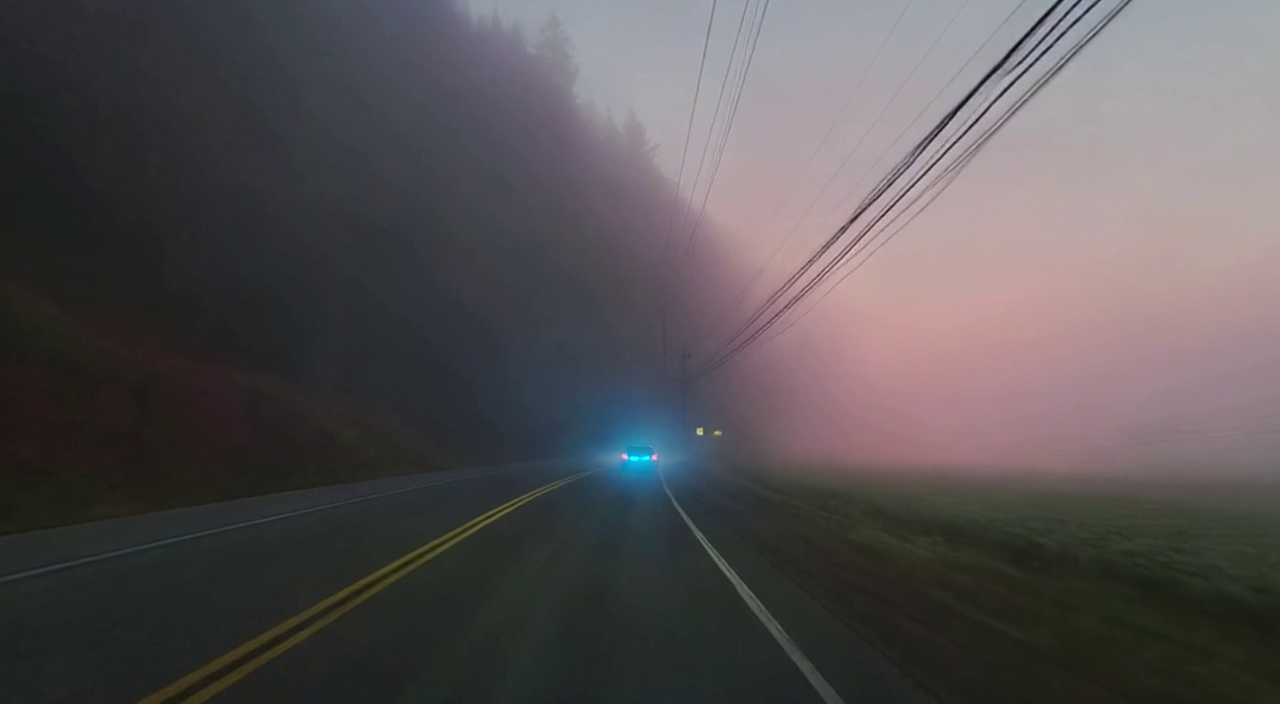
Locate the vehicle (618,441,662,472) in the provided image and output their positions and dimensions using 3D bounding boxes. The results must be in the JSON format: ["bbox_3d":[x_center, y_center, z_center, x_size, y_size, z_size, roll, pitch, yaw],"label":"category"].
[{"bbox_3d":[0.081,5.524,33.479,2.059,1.524,3.963,-1,-9,4],"label":"vehicle"}]
